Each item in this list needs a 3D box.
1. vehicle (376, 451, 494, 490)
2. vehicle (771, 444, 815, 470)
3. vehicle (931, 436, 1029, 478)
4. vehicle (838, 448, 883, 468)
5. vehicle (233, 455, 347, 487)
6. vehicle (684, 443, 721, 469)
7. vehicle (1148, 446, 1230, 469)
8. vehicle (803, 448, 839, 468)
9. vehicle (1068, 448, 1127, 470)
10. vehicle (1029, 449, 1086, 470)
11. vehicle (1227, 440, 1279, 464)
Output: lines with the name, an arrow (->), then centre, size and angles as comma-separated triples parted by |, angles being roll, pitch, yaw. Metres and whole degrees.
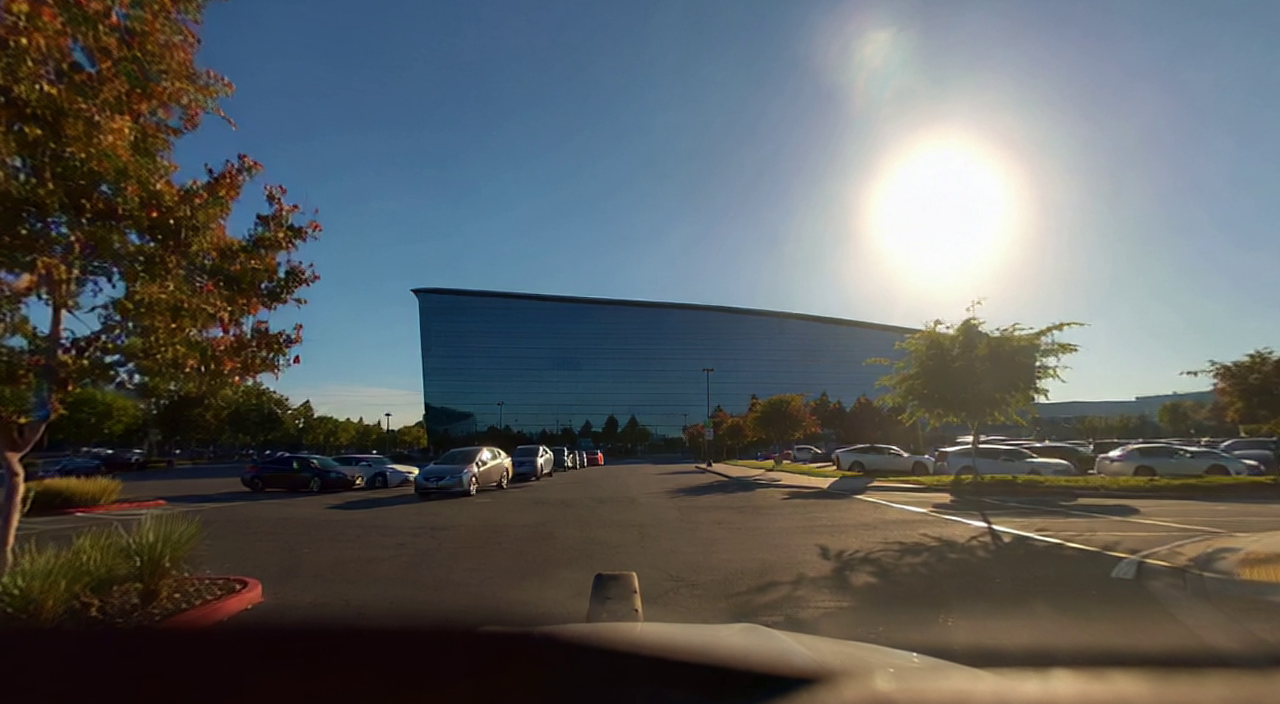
vehicle -> -8.702, 4.978, 26.905 | 4.442, 1.504, 1.809 | 4, -10, -28
vehicle -> 10.527, 7.201, 43.696 | 1.936, 1.673, 4.305 | 0, -8, 0
vehicle -> 16.475, 5.094, 30.977 | 2.048, 1.852, 4.998 | 0, -9, 1
vehicle -> 17.055, 8.221, 49.080 | 1.971, 1.478, 4.477 | 0, -8, 1
vehicle -> -16.739, 5.695, 30.361 | 4.331, 1.437, 1.876 | 0, -8, 3
vehicle -> 4.605, 7.745, 47.301 | 2.262, 1.794, 5.331 | 0, -8, 1
vehicle -> 37.011, 7.118, 42.764 | 1.678, 1.423, 4.191 | 0, -8, -2
vehicle -> 14.199, 8.300, 49.648 | 1.935, 1.477, 3.719 | 0, -8, 4
vehicle -> 31.293, 7.307, 43.273 | 1.519, 1.371, 3.278 | 0, -8, -1
vehicle -> 28.304, 7.285, 42.900 | 1.495, 1.371, 3.336 | 0, -9, 0
vehicle -> 43.061, 6.818, 43.090 | 1.758, 1.572, 4.421 | 0, -8, 1
